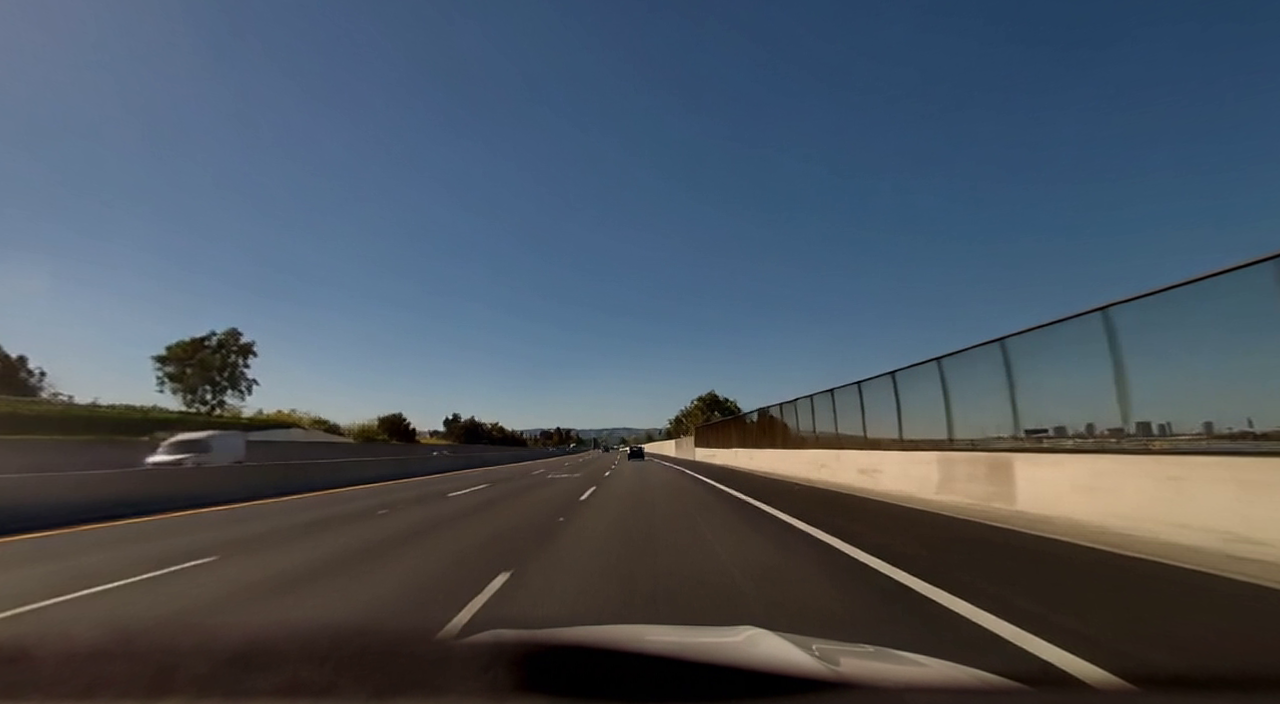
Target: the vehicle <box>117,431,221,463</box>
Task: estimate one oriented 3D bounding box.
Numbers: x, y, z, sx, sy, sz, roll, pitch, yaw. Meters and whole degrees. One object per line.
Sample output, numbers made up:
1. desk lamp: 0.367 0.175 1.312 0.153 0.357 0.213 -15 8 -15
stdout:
1. vehicle: -24.571 4.993 33.057 1.914 1.593 4.501 0 -9 0
